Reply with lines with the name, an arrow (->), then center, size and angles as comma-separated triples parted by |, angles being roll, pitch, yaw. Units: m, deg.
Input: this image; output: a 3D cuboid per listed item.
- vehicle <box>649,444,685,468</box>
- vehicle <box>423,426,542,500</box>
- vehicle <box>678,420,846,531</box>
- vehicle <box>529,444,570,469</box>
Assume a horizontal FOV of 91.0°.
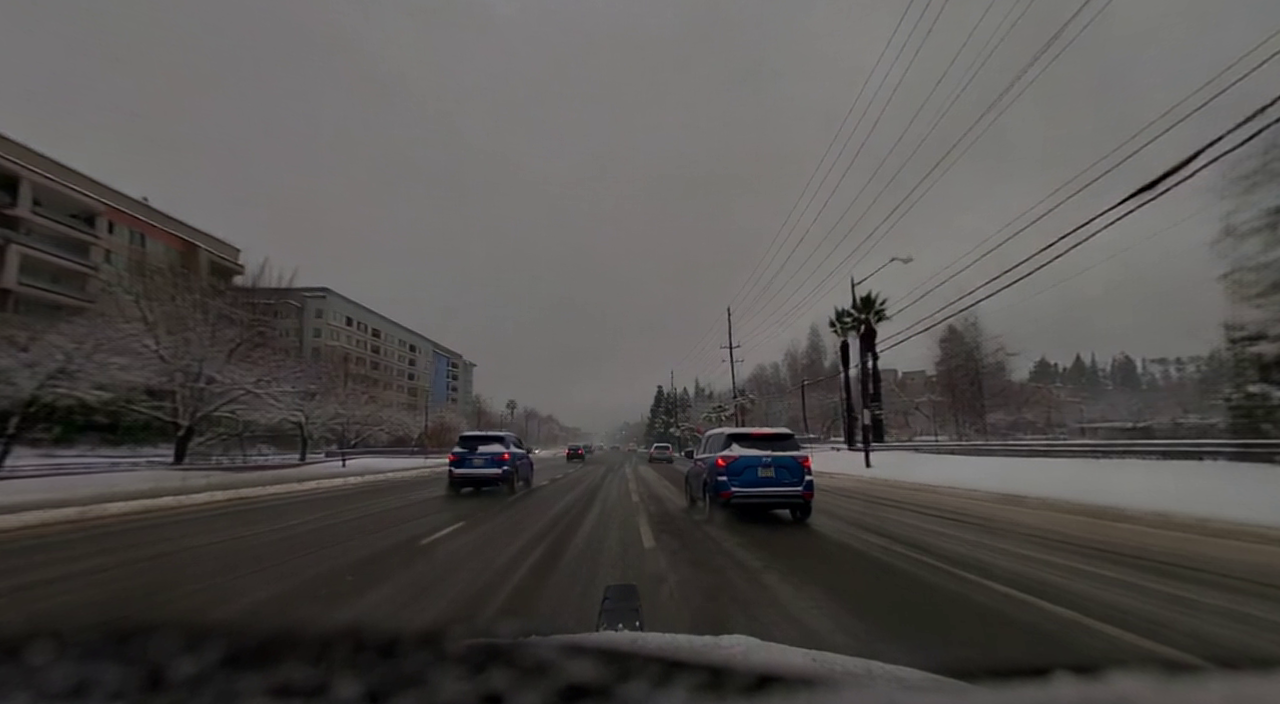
vehicle -> 1.673, 6.661, 40.487 | 1.981, 1.472, 3.923 | 0, -9, -2
vehicle -> -4.250, 3.094, 17.923 | 2.169, 1.796, 4.821 | 0, -9, 0
vehicle -> 2.055, 2.256, 12.034 | 2.198, 1.706, 4.166 | 0, -9, -2
vehicle -> -5.562, 6.459, 39.096 | 2.040, 1.482, 4.121 | 0, -9, -1
